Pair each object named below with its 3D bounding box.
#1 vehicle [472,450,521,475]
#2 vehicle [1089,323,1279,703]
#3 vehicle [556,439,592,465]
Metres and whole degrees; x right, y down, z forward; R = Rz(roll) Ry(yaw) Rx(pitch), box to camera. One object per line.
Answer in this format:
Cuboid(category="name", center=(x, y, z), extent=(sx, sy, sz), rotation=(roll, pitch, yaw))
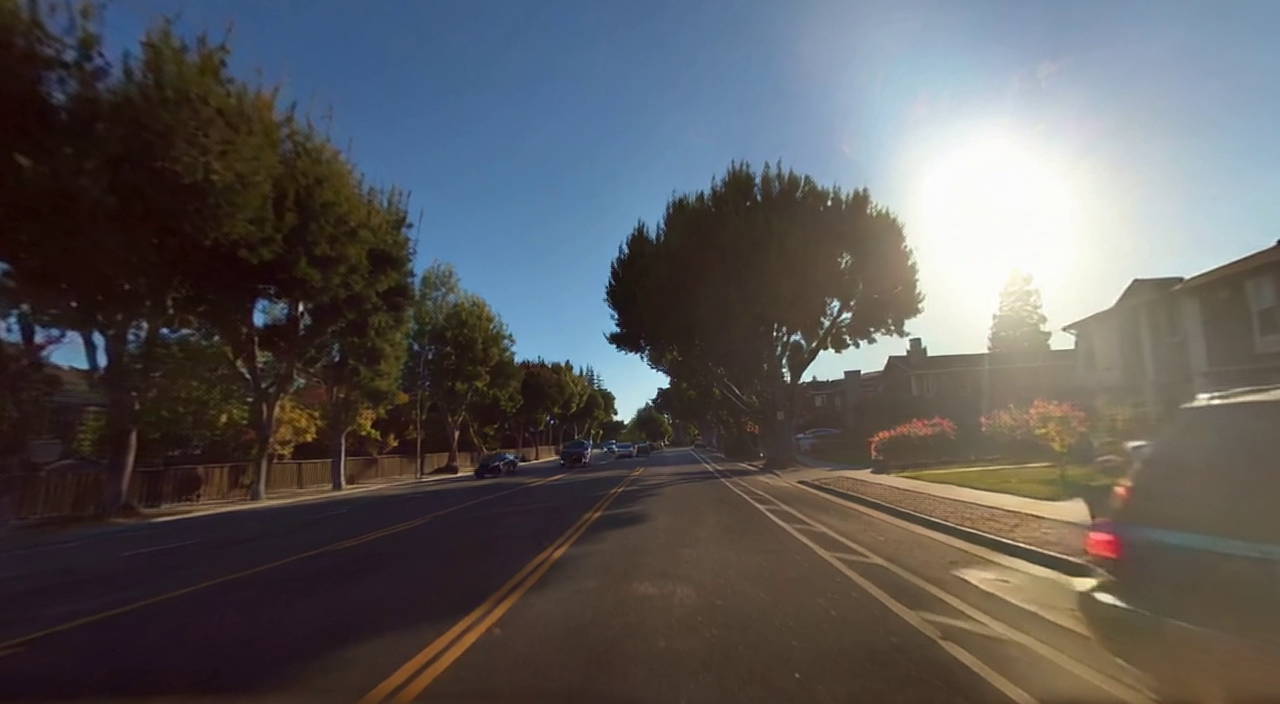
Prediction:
Cuboid(category="vehicle", center=(-8.958, 6.932, 39.763), extent=(1.865, 1.441, 4.422), rotation=(0, -8, 3))
Cuboid(category="vehicle", center=(4.973, 0.899, 3.673), extent=(4.724, 1.862, 2.268), rotation=(5, -10, -36))
Cuboid(category="vehicle", center=(-4.960, 7.601, 48.007), extent=(2.063, 1.859, 4.812), rotation=(0, -8, 2))
